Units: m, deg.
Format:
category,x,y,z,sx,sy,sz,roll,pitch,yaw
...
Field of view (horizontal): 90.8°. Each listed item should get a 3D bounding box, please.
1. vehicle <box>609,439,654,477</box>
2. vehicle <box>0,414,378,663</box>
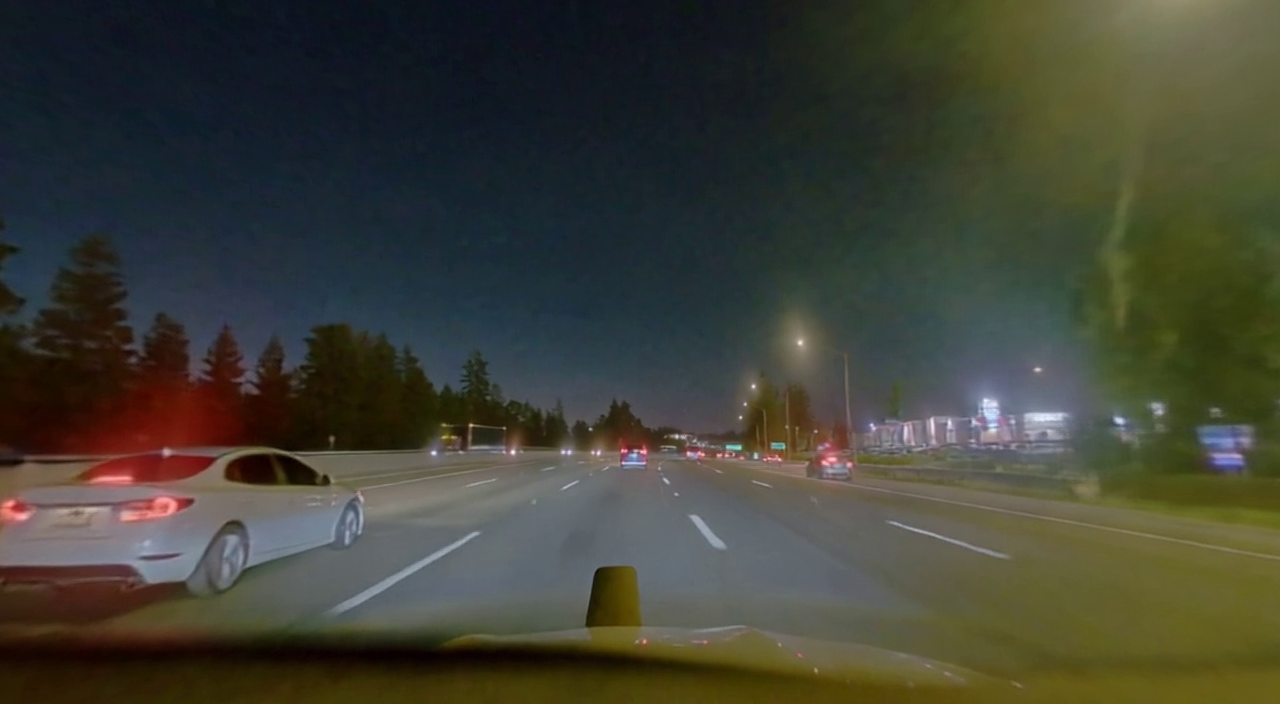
category,x,y,z,sx,sy,sz,roll,pitch,yaw
vehicle,-0.392,5.602,33.681,2.155,1.856,4.796,0,-9,2
vehicle,-4.471,1.468,6.142,1.907,1.483,4.562,0,-9,0
